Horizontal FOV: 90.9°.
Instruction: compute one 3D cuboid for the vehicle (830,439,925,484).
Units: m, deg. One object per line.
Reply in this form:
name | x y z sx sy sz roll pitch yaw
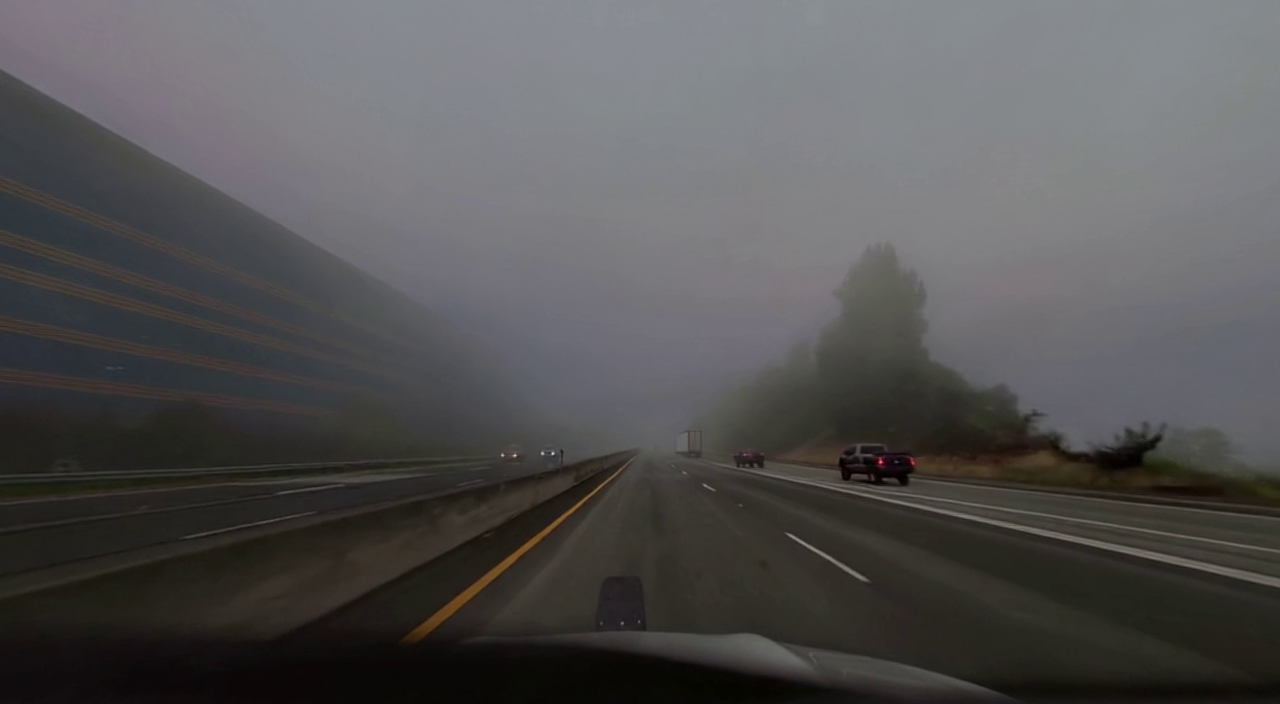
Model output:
vehicle | 10.171 4.727 27.485 2.129 1.735 4.880 0 -9 -1
